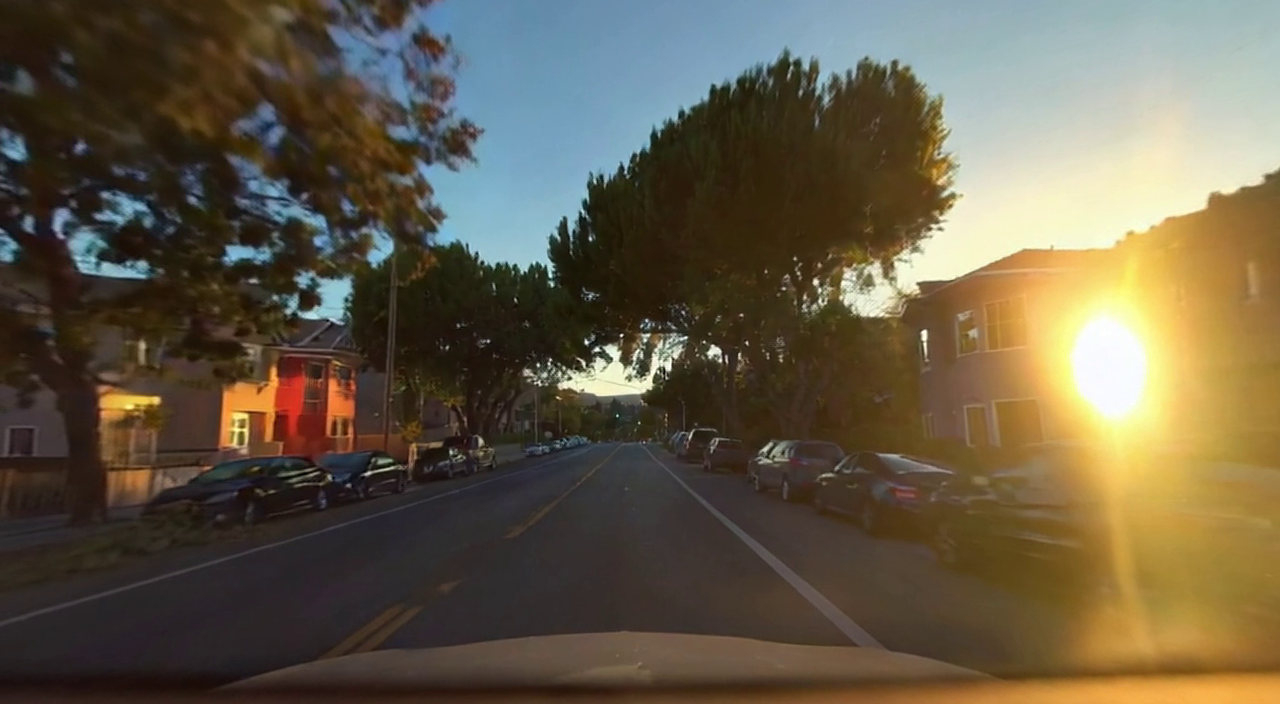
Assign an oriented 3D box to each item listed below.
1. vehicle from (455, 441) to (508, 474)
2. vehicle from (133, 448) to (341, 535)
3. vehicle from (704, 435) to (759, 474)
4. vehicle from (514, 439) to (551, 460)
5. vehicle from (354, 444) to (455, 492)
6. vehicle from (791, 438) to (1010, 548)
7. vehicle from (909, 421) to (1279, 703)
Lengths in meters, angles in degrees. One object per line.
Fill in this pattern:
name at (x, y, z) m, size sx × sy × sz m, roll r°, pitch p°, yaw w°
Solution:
vehicle at (-8.233, 5.483, 33.068) m, size 1.883 × 1.565 × 3.655 m, roll -2°, pitch -8°, yaw -1°
vehicle at (-8.098, 2.786, 13.239) m, size 1.852 × 1.482 × 3.916 m, roll -1°, pitch -9°, yaw -2°
vehicle at (4.185, 4.771, 29.579) m, size 1.889 × 1.703 × 4.253 m, roll 0°, pitch -9°, yaw -1°
vehicle at (-8.324, 7.599, 49.220) m, size 1.981 × 1.505 × 4.359 m, roll -1°, pitch -9°, yaw 2°
vehicle at (-8.211, 4.056, 22.472) m, size 1.875 × 1.498 × 4.395 m, roll -1°, pitch -8°, yaw 0°
vehicle at (4.075, 2.244, 10.806) m, size 1.748 × 1.471 × 4.305 m, roll 0°, pitch -9°, yaw -3°
vehicle at (4.178, 1.465, 5.533) m, size 1.845 × 1.556 × 3.929 m, roll 0°, pitch -9°, yaw -1°
